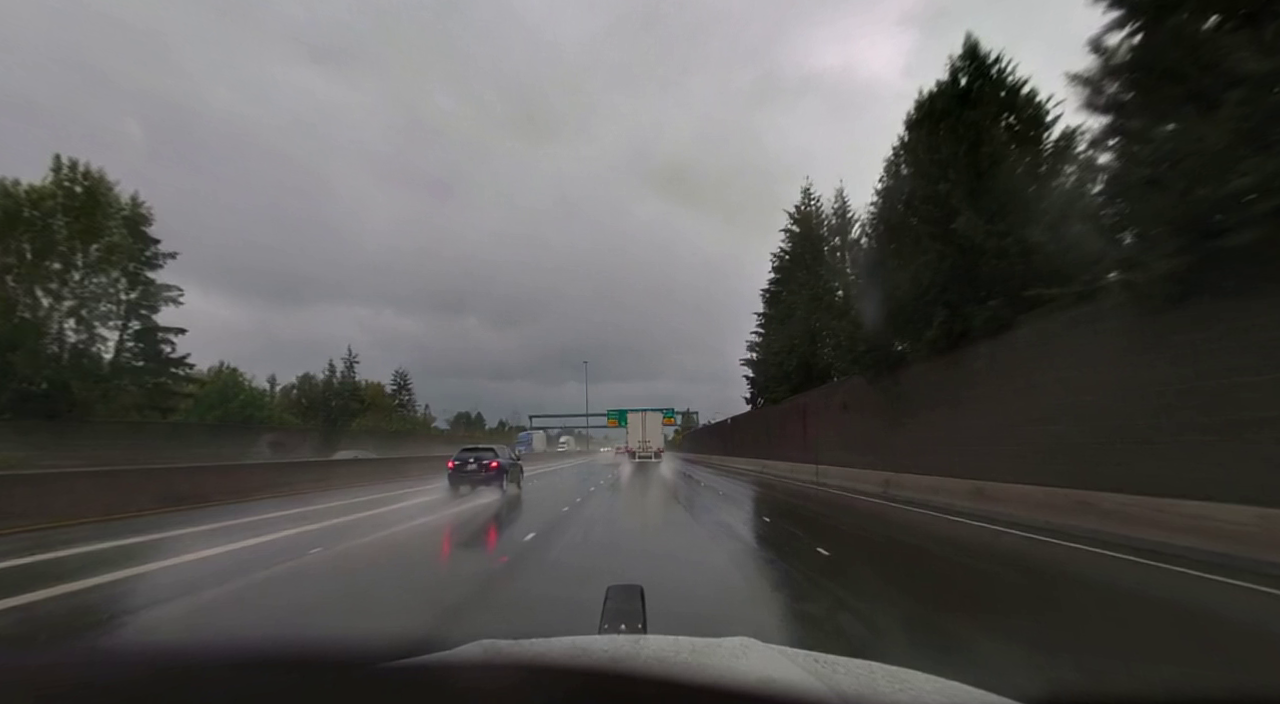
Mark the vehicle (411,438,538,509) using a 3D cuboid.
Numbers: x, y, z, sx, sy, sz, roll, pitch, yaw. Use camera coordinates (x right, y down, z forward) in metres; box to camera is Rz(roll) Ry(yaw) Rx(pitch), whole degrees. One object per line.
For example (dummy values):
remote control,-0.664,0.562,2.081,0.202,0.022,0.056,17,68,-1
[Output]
vehicle,-3.998,3.004,16.099,1.974,1.531,4.429,0,-9,1
